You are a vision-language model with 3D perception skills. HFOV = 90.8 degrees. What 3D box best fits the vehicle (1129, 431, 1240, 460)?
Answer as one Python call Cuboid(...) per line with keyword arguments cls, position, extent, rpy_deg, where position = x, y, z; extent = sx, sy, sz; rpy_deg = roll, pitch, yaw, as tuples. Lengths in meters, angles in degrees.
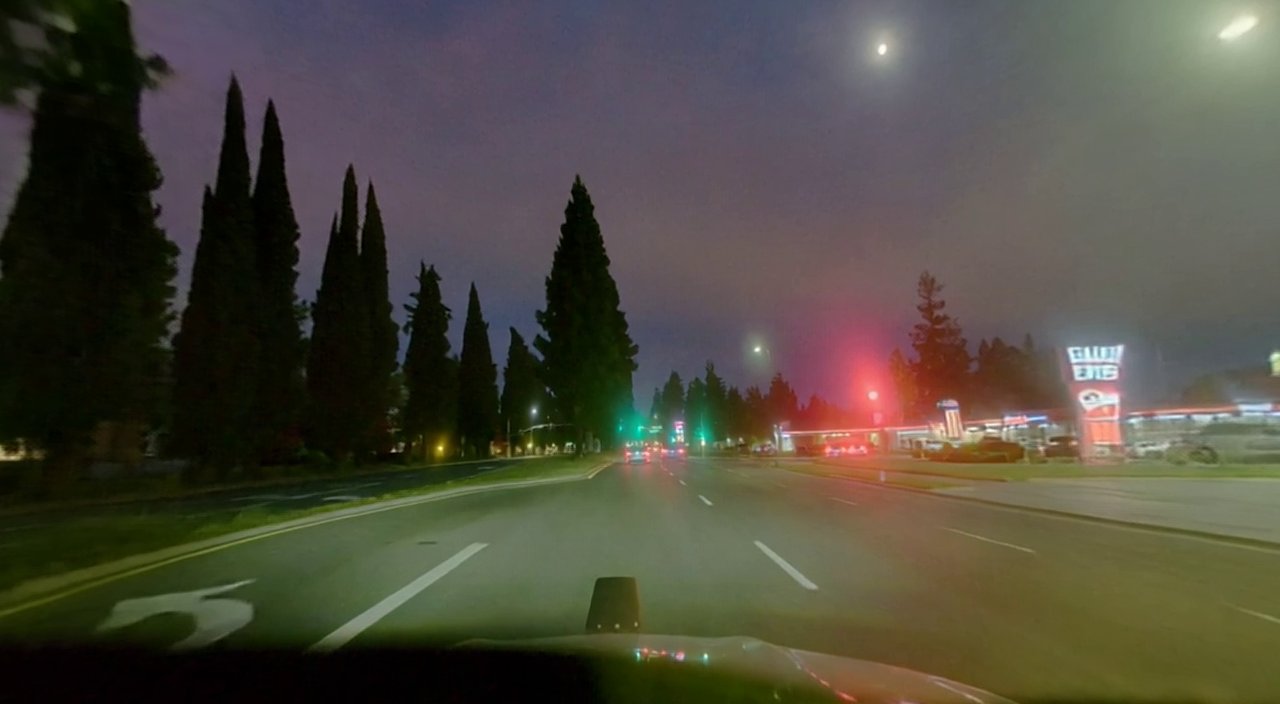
Cuboid(cls="vehicle", position=(34.538, 5.938, 40.193), extent=(2.054, 1.684, 4.845), rpy_deg=(6, -10, -33))
